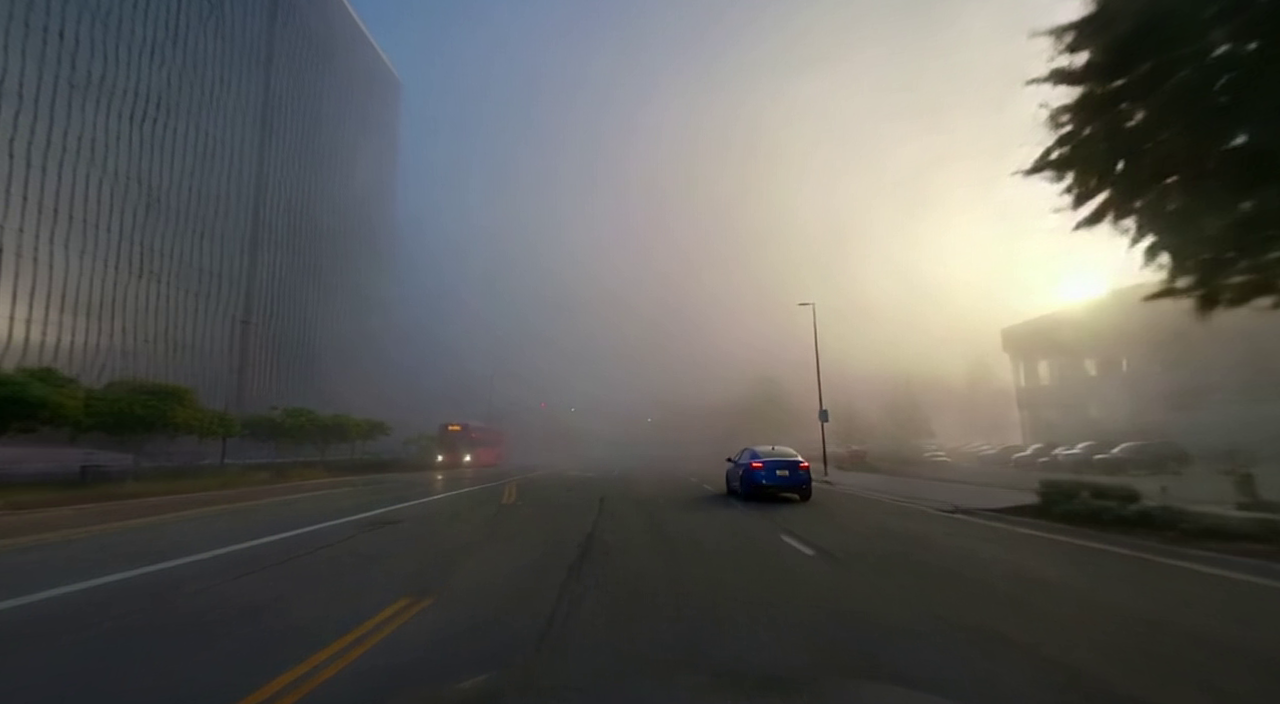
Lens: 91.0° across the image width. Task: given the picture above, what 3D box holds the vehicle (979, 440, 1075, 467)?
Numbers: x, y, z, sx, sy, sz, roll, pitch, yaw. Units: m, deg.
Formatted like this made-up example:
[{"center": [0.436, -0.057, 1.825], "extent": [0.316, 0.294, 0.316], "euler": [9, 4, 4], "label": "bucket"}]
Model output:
[{"center": [21.796, 5.719, 35.606], "extent": [4.135, 1.480, 1.915], "euler": [0, -9, 0], "label": "vehicle"}]

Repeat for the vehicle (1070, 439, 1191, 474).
[{"center": [21.224, 4.545, 27.372], "extent": [3.643, 1.431, 1.884], "euler": [0, -9, 0], "label": "vehicle"}]

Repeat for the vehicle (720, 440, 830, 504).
[{"center": [3.462, 3.172, 16.999], "extent": [1.993, 1.501, 4.127], "euler": [0, -9, -1], "label": "vehicle"}]
